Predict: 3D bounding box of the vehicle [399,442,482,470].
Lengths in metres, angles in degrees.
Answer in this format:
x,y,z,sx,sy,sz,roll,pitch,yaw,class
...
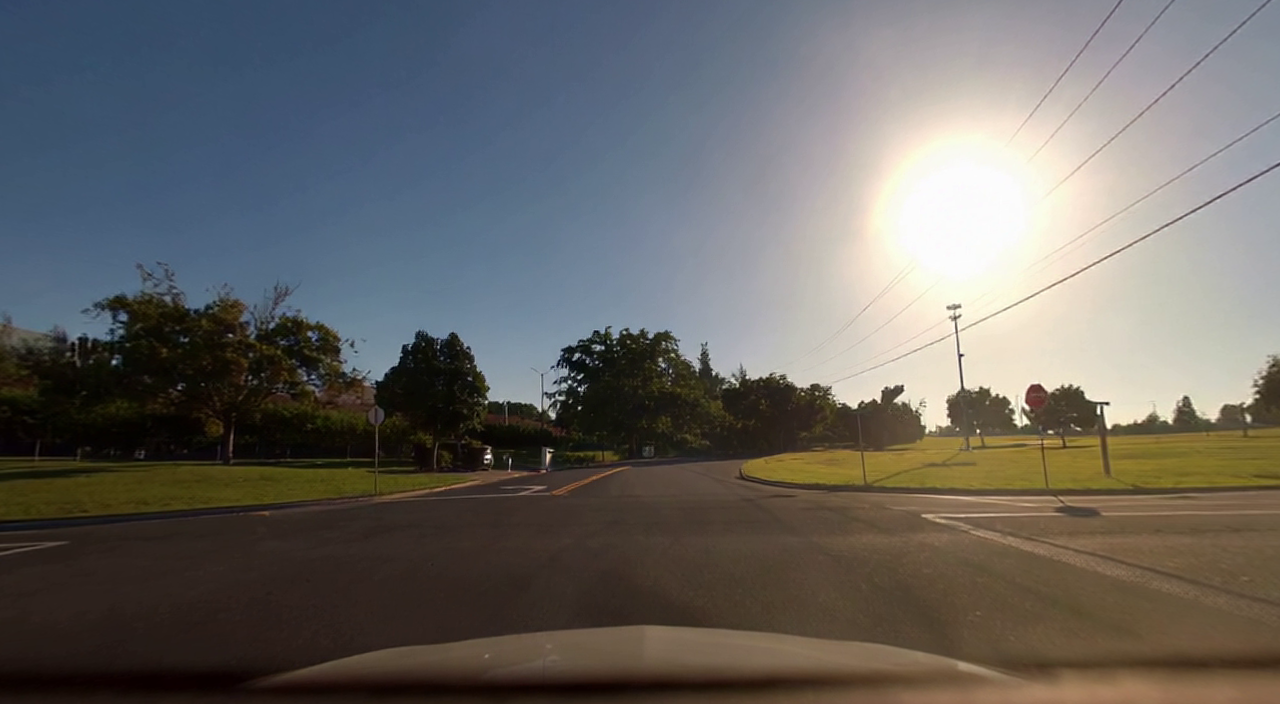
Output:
x,y,z,sx,sy,sz,roll,pitch,yaw,class
-12.686,6.626,40.227,4.590,1.735,1.973,-1,-9,3,vehicle
